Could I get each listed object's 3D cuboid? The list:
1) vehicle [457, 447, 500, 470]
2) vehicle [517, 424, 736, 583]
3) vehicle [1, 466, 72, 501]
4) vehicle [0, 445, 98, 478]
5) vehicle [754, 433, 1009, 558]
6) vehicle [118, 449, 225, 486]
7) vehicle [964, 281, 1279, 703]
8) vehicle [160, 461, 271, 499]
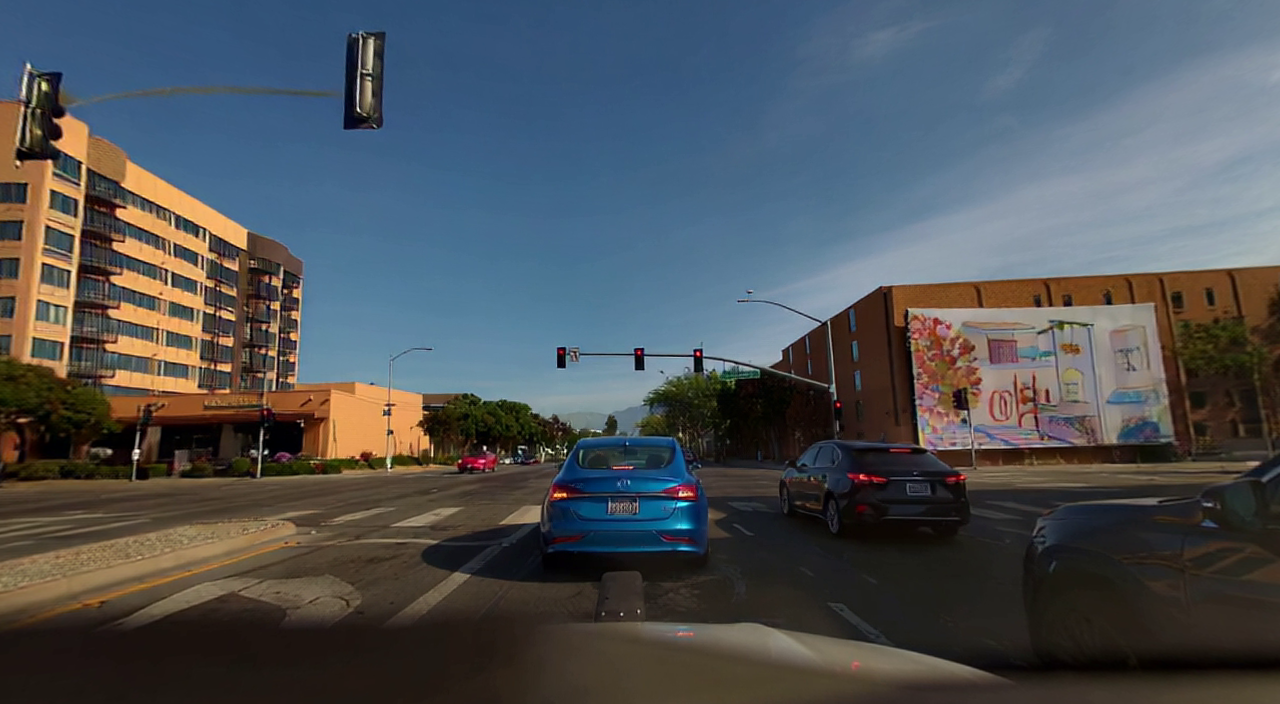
[{"bbox_3d":[-11.676,7.728,46.034,1.887,1.516,4.524,0,-8,1],"label":"vehicle"},{"bbox_3d":[-0.141,1.738,8.060,2.095,1.502,3.873,0,-8,0],"label":"vehicle"},{"bbox_3d":[-28.002,6.076,29.450,1.972,1.433,4.324,8,-12,-39],"label":"vehicle"},{"bbox_3d":[-35.571,6.481,37.443,2.145,1.797,5.198,-1,-10,1],"label":"vehicle"},{"bbox_3d":[3.218,1.994,9.598,2.009,1.414,4.416,0,-8,-2],"label":"vehicle"},{"bbox_3d":[-27.484,6.753,37.359,2.300,1.932,5.056,-1,-8,2],"label":"vehicle"},{"bbox_3d":[3.000,0.624,1.578,2.047,1.785,4.357,0,-8,0],"label":"vehicle"},{"bbox_3d":[-19.078,5.761,28.703,1.942,1.453,4.448,0,-9,0],"label":"vehicle"}]
